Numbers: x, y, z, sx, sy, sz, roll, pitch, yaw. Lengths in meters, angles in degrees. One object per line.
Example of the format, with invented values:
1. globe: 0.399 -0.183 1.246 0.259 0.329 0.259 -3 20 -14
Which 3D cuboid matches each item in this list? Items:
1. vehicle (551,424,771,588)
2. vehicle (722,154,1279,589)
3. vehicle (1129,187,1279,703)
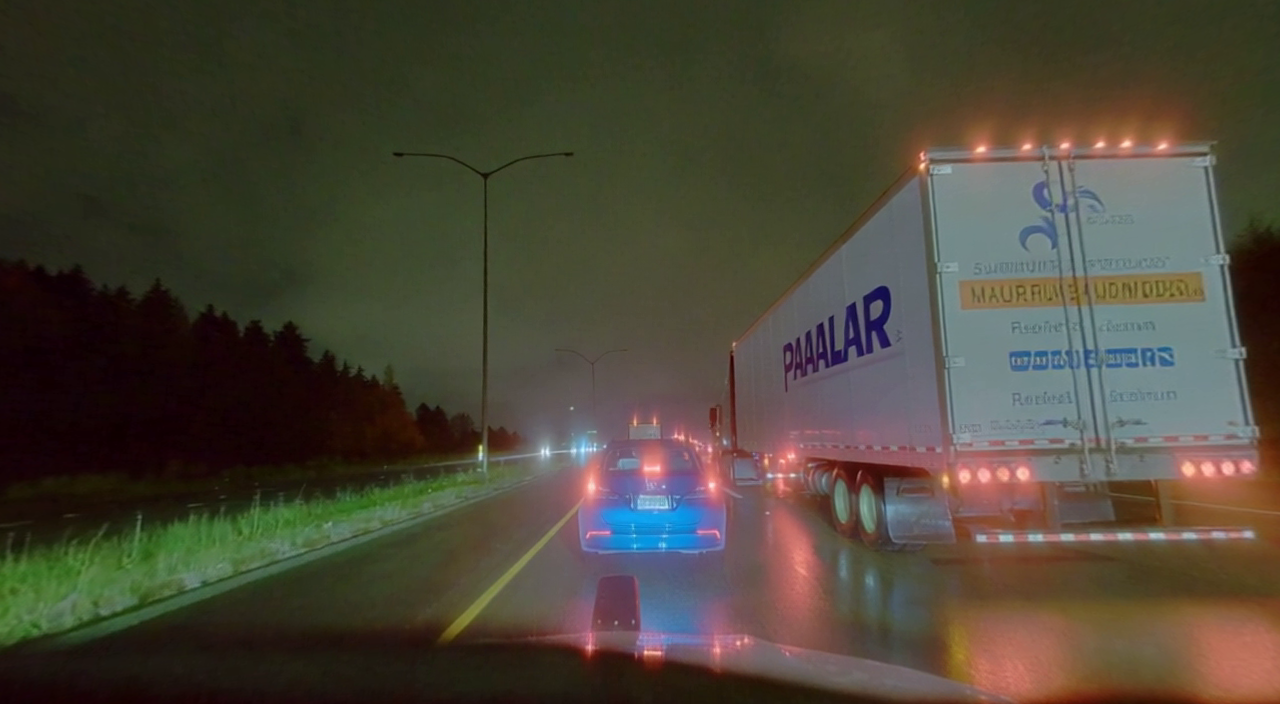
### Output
1. vehicle: 0.184 1.697 7.747 2.045 1.490 3.597 -1 -8 0
2. vehicle: 4.216 1.075 12.980 2.827 4.081 14.305 0 -8 -1
3. vehicle: 4.729 0.124 0.661 2.892 2.615 6.650 0 -8 -2
